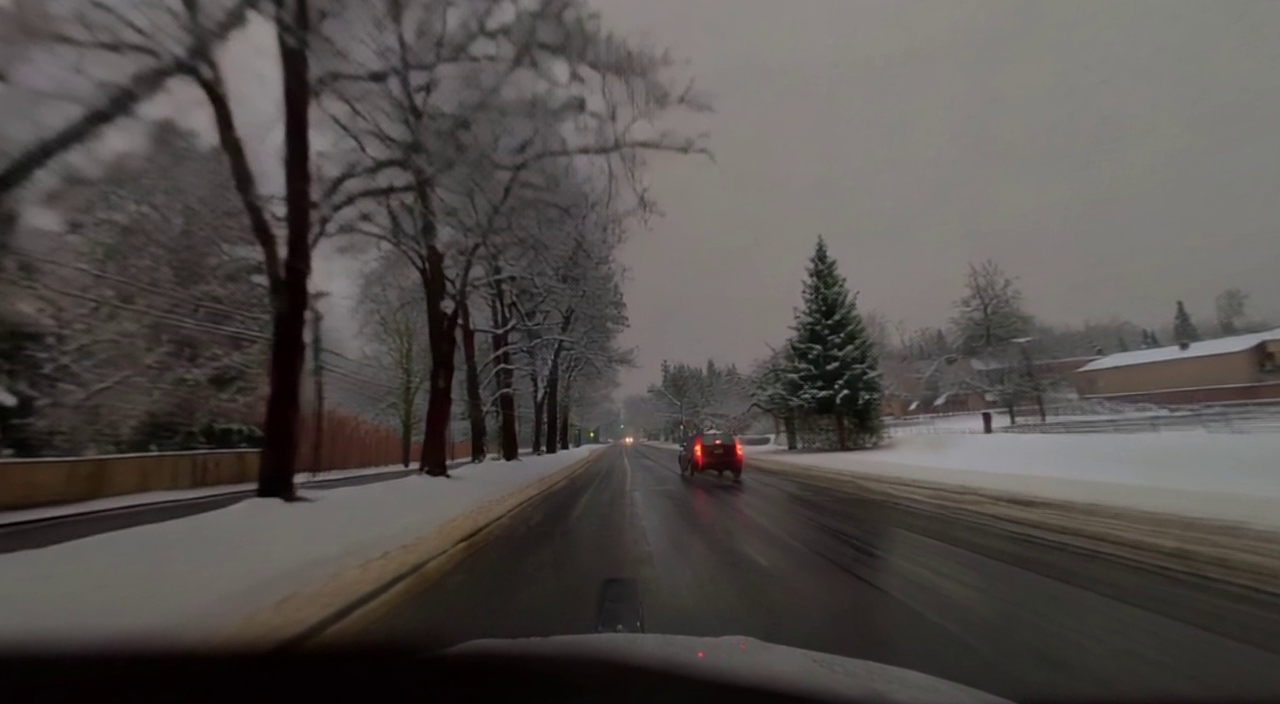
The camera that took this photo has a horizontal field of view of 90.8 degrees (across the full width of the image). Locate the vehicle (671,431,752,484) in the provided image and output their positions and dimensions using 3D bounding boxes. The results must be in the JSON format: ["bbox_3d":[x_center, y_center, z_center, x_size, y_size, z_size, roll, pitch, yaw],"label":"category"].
[{"bbox_3d":[2.210,3.427,20.884,1.985,1.529,4.316,0,-8,-2],"label":"vehicle"}]
